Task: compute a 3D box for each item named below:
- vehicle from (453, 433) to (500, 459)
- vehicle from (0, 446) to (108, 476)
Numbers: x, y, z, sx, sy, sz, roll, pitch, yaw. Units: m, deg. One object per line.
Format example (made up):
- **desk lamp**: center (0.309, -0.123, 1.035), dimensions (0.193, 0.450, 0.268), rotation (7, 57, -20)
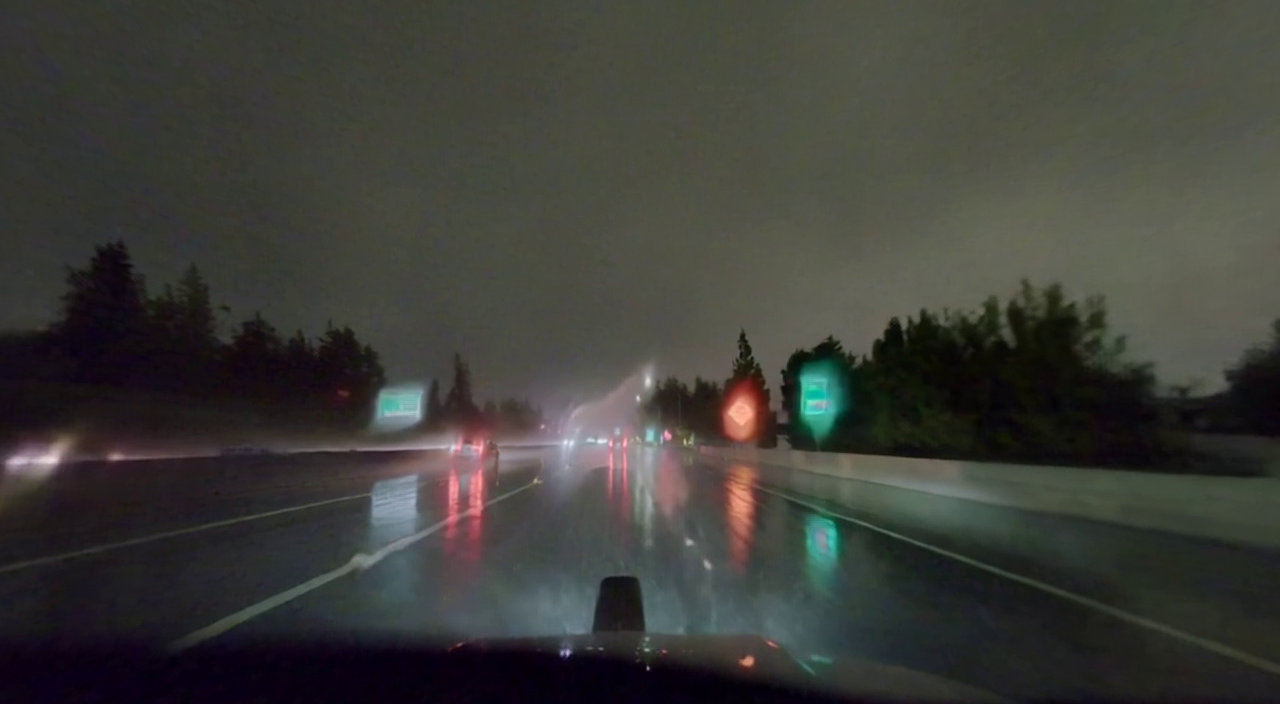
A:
- **vehicle**: center (-12.479, 7.219, 48.466), dimensions (2.270, 1.936, 5.190), rotation (0, -8, -1)
- **vehicle**: center (-30.887, 5.681, 33.287), dimensions (1.823, 1.460, 4.460), rotation (0, -8, -1)
